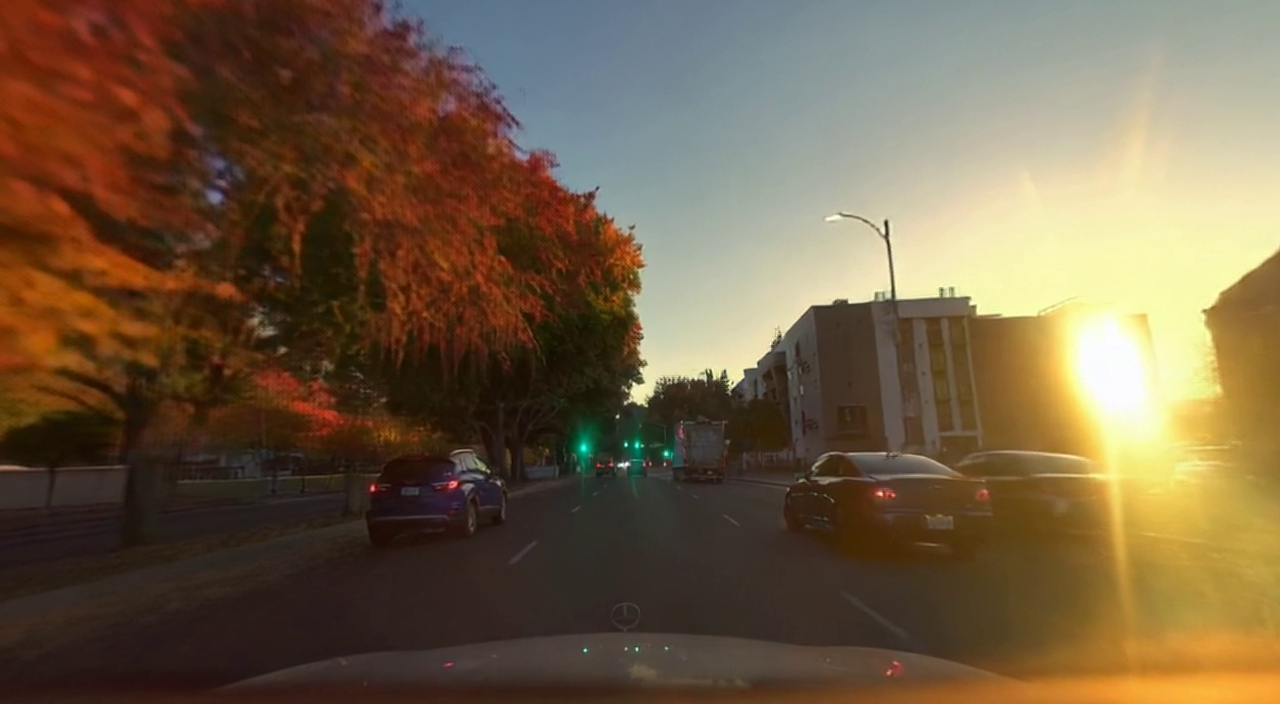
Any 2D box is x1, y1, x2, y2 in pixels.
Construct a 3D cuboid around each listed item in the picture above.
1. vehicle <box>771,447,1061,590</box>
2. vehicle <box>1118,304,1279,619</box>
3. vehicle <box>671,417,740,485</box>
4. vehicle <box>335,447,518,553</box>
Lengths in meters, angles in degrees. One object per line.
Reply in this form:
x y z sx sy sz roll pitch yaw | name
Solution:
3.388 2.116 9.071 1.915 1.449 4.970 0 -9 0 | vehicle
6.851 0.780 4.389 2.483 2.707 5.496 0 -9 -2 | vehicle
3.839 6.212 39.747 3.003 3.680 10.684 0 -9 -1 | vehicle
-3.598 2.538 11.589 1.751 1.540 4.481 0 -9 1 | vehicle
